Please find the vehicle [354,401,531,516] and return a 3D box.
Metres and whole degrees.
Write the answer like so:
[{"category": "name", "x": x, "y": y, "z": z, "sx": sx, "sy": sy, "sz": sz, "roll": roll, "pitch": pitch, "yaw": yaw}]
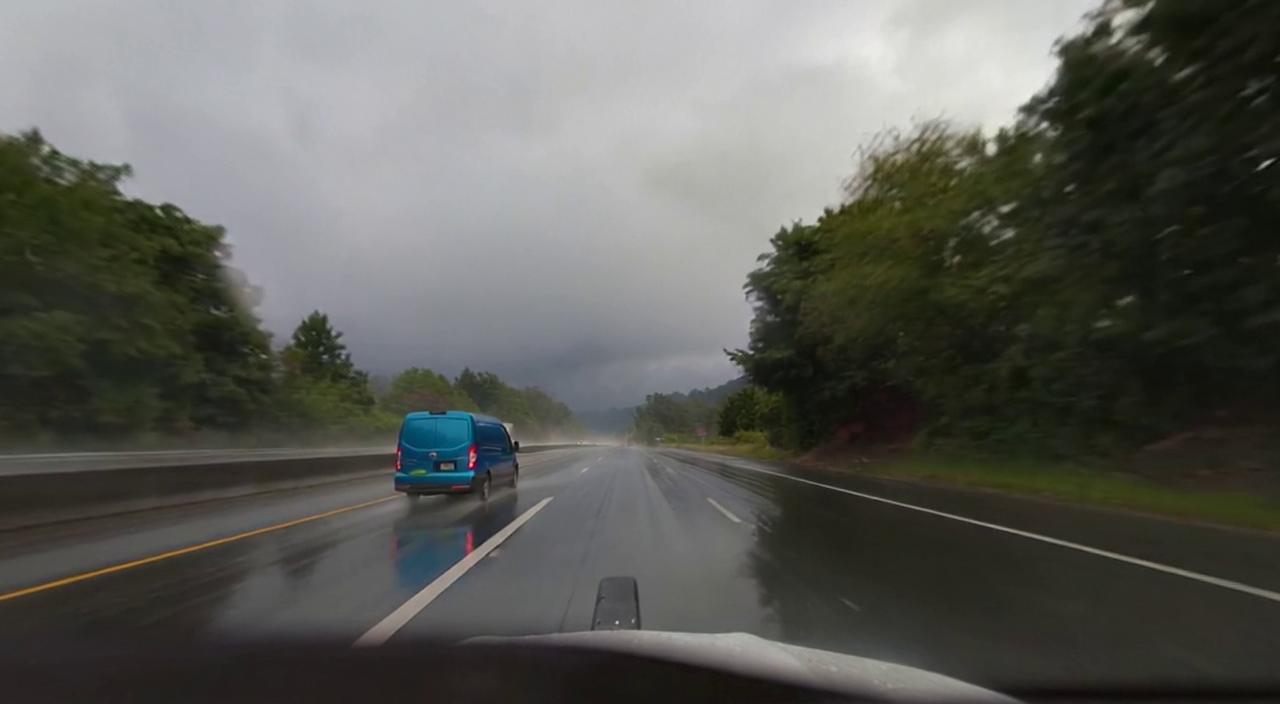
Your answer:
[{"category": "vehicle", "x": -3.887, "y": 2.199, "z": 13.520, "sx": 2.297, "sy": 2.011, "sz": 4.736, "roll": 0, "pitch": -8, "yaw": 0}]
